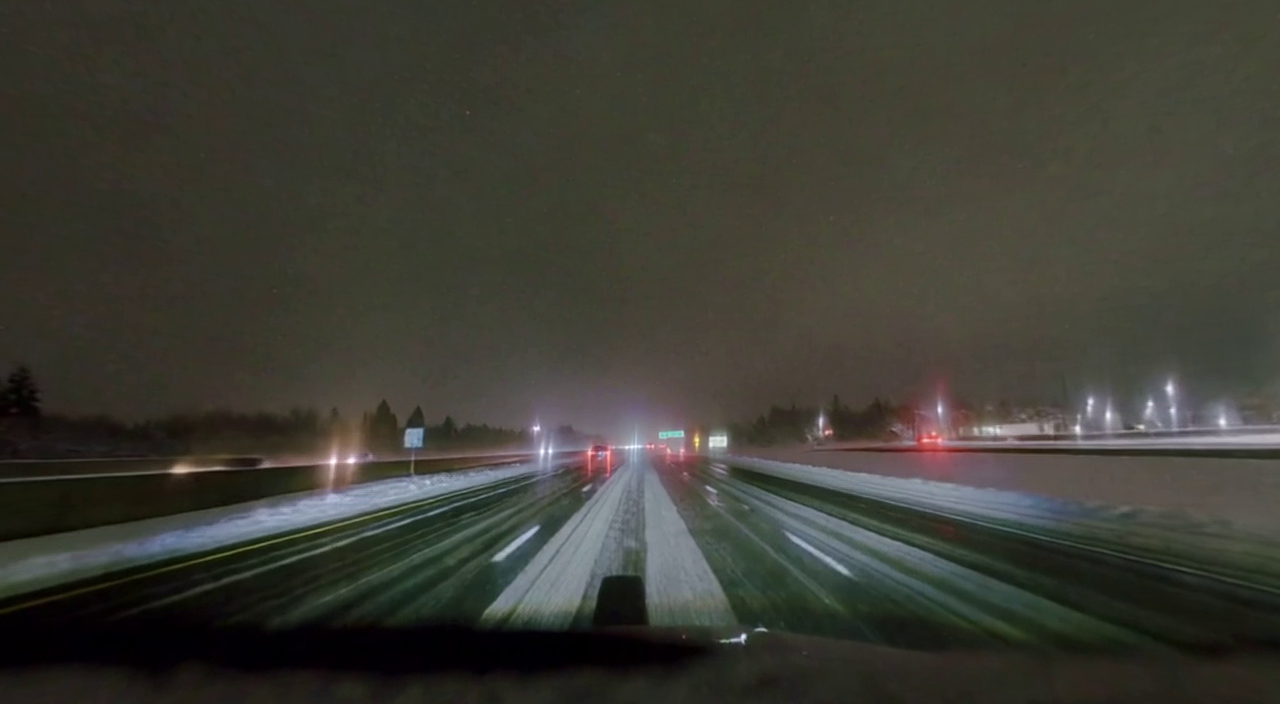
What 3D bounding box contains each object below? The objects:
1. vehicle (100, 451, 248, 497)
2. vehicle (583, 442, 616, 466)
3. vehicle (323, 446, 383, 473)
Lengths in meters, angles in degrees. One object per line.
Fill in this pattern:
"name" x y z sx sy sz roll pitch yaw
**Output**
"vehicle" -16.448 4.286 22.604 1.899 1.438 4.385 0 -8 1
"vehicle" -3.100 7.903 49.100 2.319 1.738 4.355 0 -8 0
"vehicle" -19.667 7.372 43.402 1.935 1.717 4.502 0 -8 0
